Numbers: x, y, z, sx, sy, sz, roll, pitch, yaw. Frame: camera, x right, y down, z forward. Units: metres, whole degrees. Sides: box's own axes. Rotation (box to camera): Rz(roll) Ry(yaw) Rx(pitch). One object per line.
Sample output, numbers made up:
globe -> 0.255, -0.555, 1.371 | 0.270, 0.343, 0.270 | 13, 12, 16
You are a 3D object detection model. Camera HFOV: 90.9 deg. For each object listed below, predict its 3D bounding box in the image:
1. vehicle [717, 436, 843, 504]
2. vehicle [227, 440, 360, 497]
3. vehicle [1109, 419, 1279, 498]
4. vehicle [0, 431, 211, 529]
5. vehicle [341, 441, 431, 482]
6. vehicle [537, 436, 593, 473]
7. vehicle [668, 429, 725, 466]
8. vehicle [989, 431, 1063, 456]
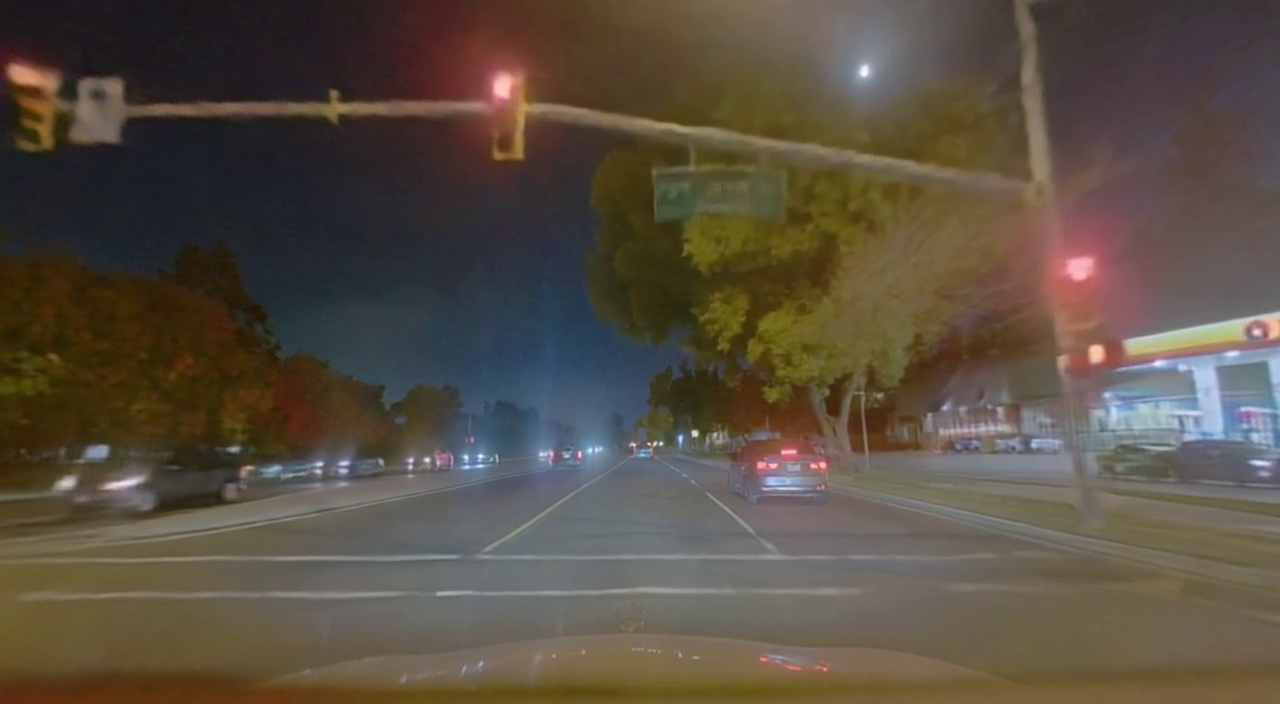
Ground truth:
vehicle -> 3.382, 2.951, 16.304 | 2.095, 1.475, 4.686 | 0, -8, -1
vehicle -> -11.383, 3.802, 21.140 | 1.909, 1.467, 4.522 | -2, -6, 0
vehicle -> 17.124, 2.866, 17.617 | 2.766, 1.917, 6.394 | -1, -7, -5
vehicle -> -11.618, 2.526, 13.102 | 2.091, 1.644, 4.645 | 0, -8, 0
vehicle -> -11.328, 4.881, 28.553 | 2.004, 1.509, 4.932 | -2, -6, 1
vehicle -> -3.736, 5.221, 32.322 | 2.250, 1.713, 4.422 | 0, -8, 1
vehicle -> 3.558, 6.190, 41.165 | 3.245, 2.199, 6.295 | 0, -8, 1
vehicle -> 24.121, 5.754, 39.597 | 1.921, 1.463, 4.380 | 0, -8, 0
